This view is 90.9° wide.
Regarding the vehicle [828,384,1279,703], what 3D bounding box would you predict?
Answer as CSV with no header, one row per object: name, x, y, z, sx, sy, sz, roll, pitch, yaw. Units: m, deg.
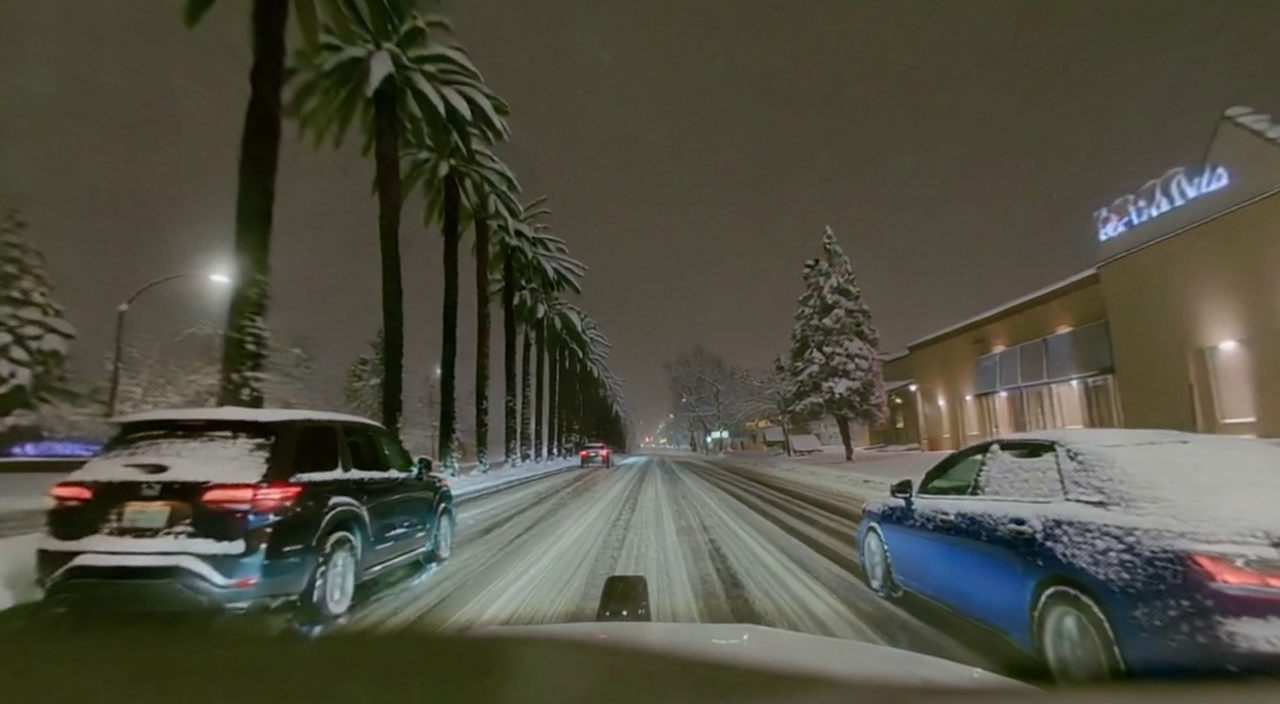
vehicle,2.905,1.166,4.293,1.946,1.513,4.133,0,-8,0

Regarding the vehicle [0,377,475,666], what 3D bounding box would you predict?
vehicle,-3.266,1.380,6.226,2.058,1.804,4.391,0,-8,0

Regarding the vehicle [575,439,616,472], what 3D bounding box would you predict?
vehicle,-2.490,5.938,36.293,1.998,1.743,4.402,0,-8,1
